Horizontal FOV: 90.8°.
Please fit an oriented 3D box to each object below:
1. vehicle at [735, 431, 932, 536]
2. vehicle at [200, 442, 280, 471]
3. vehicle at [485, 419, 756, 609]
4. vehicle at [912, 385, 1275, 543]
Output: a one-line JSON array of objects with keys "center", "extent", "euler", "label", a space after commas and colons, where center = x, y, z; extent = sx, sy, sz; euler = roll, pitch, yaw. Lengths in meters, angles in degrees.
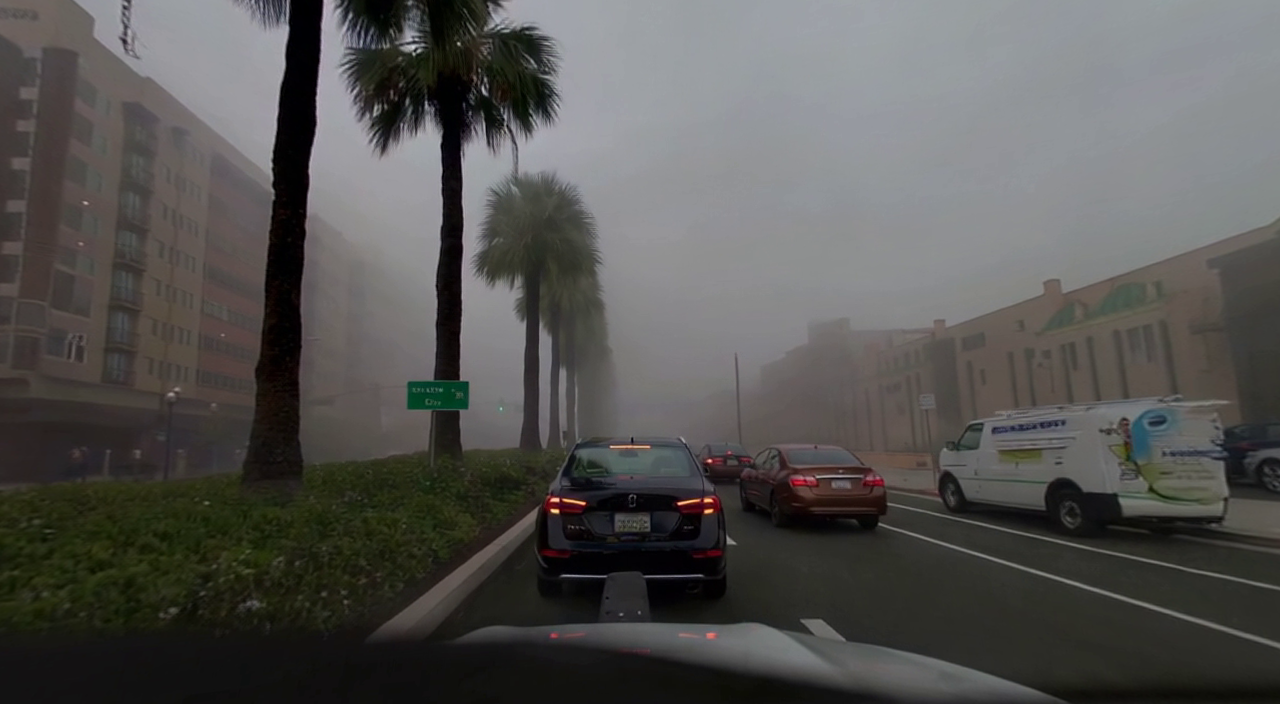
[{"center": [3.078, 2.191, 11.179], "extent": [1.925, 1.451, 4.436], "euler": [0, -8, -2], "label": "vehicle"}, {"center": [-28.340, 7.405, 45.065], "extent": [2.115, 1.884, 5.481], "euler": [0, -8, 0], "label": "vehicle"}, {"center": [-0.165, 1.591, 7.078], "extent": [2.158, 1.498, 3.919], "euler": [0, -8, 0], "label": "vehicle"}, {"center": [7.165, 1.882, 11.151], "extent": [2.254, 2.072, 5.577], "euler": [0, -8, 0], "label": "vehicle"}]
